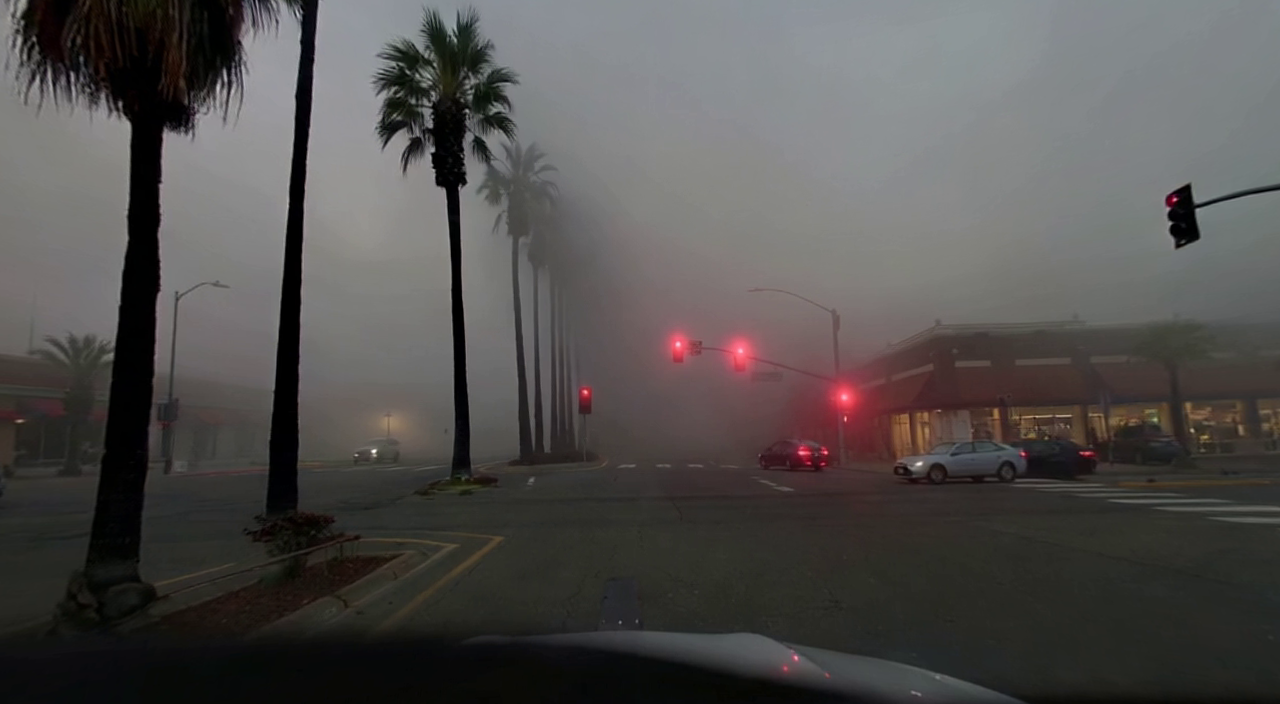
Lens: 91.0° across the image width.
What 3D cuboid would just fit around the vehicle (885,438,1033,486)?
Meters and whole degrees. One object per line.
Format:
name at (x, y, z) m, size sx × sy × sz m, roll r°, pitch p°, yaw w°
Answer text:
vehicle at (10.724, 3.699, 21.348) m, size 4.035 × 1.512 × 1.828 m, roll 1°, pitch -9°, yaw -6°

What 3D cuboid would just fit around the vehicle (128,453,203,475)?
vehicle at (-37.199, 8.799, 49.558) m, size 2.160 × 1.565 × 4.868 m, roll 0°, pitch -8°, yaw -1°

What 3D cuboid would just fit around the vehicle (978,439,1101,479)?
vehicle at (16.575, 4.431, 26.318) m, size 3.826 × 1.572 × 1.890 m, roll -2°, pitch -9°, yaw 13°

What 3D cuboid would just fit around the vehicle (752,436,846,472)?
vehicle at (7.902, 5.115, 31.748) m, size 1.867 × 1.653 × 4.596 m, roll 5°, pitch -10°, yaw -30°
